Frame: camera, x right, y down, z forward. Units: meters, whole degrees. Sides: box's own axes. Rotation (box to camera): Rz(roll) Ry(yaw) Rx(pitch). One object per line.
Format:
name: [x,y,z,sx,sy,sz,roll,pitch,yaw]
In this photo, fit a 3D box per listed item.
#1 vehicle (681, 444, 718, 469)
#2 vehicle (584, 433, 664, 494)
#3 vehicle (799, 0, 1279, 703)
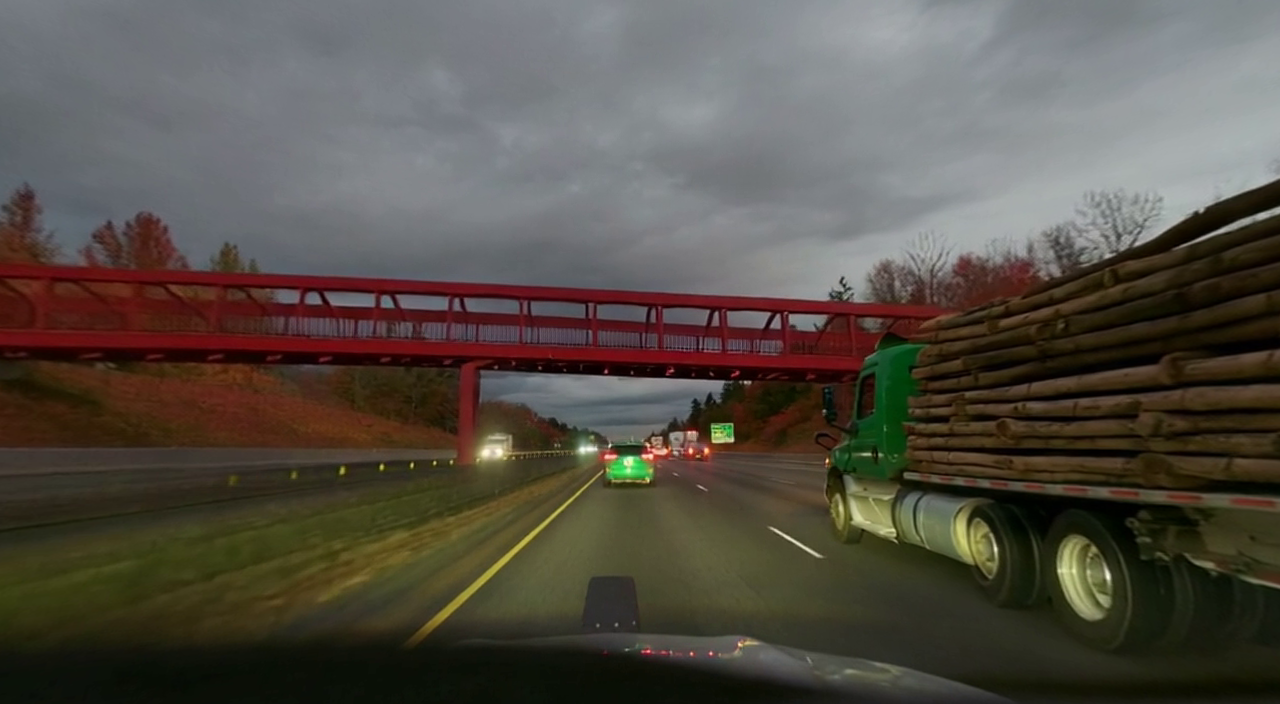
vehicle: [3.773,6.757,40.572,1.894,1.487,3.751,0,-9,-2]
vehicle: [-0.491,3.458,19.775,2.259,1.699,4.015,0,-9,-1]
vehicle: [4.240,0.113,5.698,2.992,3.920,8.831,0,-9,-1]
